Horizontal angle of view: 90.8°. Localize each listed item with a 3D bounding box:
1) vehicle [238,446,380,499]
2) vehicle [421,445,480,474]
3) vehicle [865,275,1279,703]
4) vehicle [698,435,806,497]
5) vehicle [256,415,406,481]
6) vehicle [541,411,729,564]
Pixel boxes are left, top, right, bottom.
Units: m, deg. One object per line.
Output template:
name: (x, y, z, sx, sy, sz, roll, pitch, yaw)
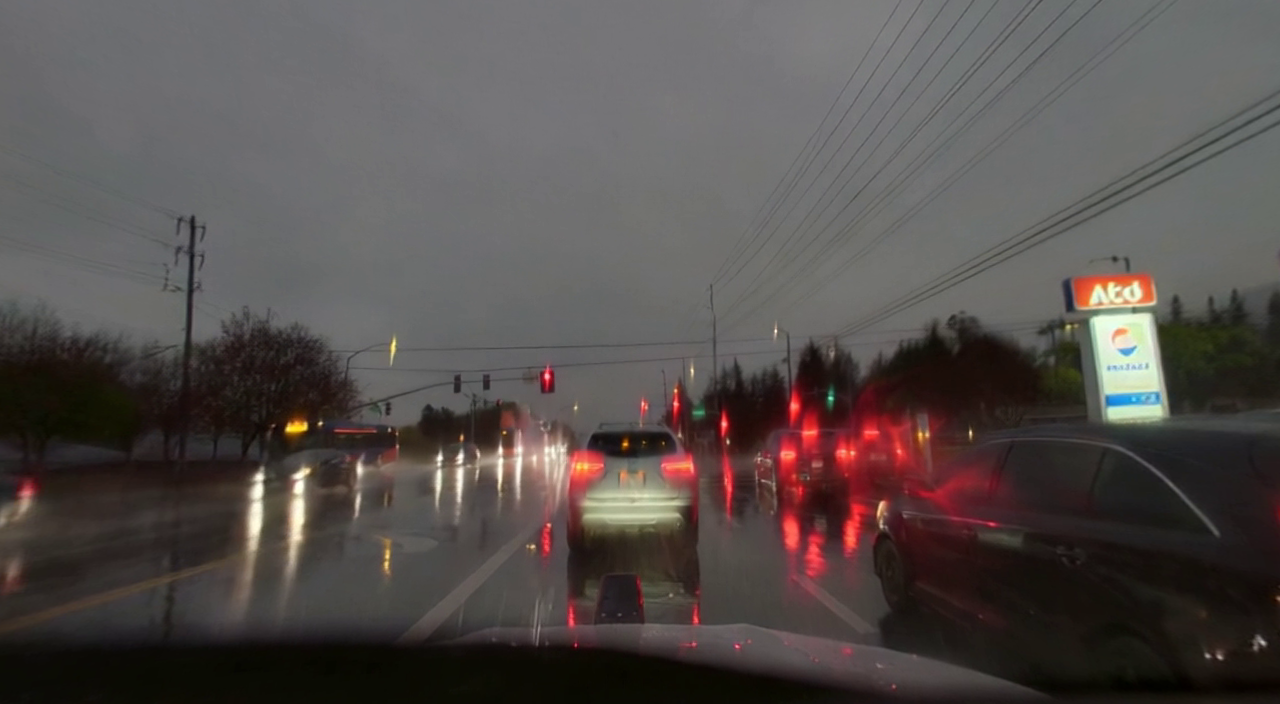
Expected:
vehicle: (-10.424, 3.794, 20.387, 2.030, 1.498, 4.690, 0, -9, 0)
vehicle: (-10.692, 6.085, 36.042, 1.976, 1.483, 4.630, 0, -9, 0)
vehicle: (3.086, 0.879, 3.483, 2.049, 1.813, 4.245, 0, -9, -1)
vehicle: (2.886, 3.066, 17.405, 2.040, 1.481, 4.407, 0, -9, -2)
vehicle: (-18.648, 6.013, 39.683, 3.010, 3.475, 12.655, 0, -9, 0)
vehicle: (-0.107, 1.804, 9.116, 2.087, 1.677, 4.053, 0, -9, -1)
